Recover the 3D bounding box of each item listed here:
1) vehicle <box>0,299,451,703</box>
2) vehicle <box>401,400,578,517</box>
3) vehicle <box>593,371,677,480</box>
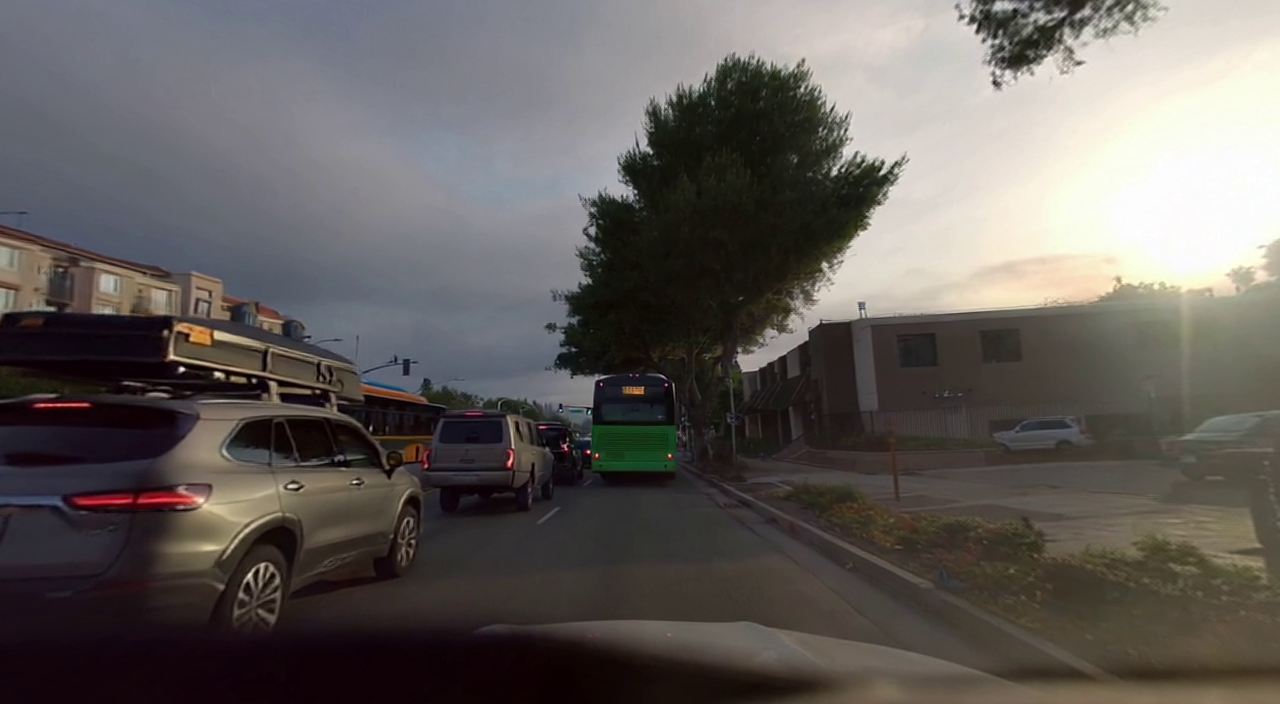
[{"bbox_3d":[-3.378,1.085,5.116,2.095,1.892,5.043,0,-9,0],"label":"vehicle"},{"bbox_3d":[-3.060,2.405,14.636,2.546,2.125,5.869,0,-9,1],"label":"vehicle"},{"bbox_3d":[-0.220,3.507,28.636,2.970,3.857,12.200,0,-9,0],"label":"vehicle"}]
